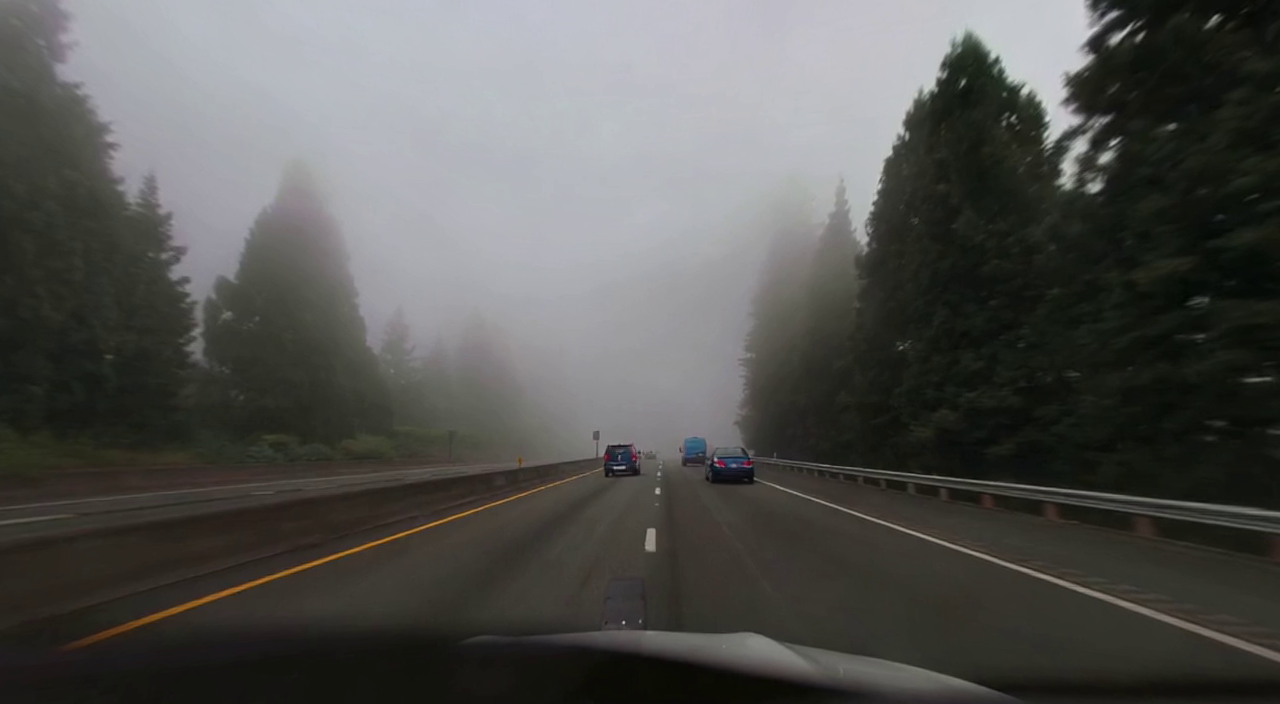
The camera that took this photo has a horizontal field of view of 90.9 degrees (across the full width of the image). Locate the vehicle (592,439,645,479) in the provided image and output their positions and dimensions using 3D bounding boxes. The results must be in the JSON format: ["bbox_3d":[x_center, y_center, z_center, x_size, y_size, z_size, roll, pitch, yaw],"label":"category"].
[{"bbox_3d":[-0.907,4.939,29.287,2.087,1.707,4.316,-1,-9,2],"label":"vehicle"}]

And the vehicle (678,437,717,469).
[{"bbox_3d":[3.884,6.927,43.158,2.371,2.045,4.768,-1,-9,2],"label":"vehicle"}]

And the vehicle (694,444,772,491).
[{"bbox_3d":[3.064,3.920,21.768,2.043,1.431,4.922,0,-9,1],"label":"vehicle"}]
